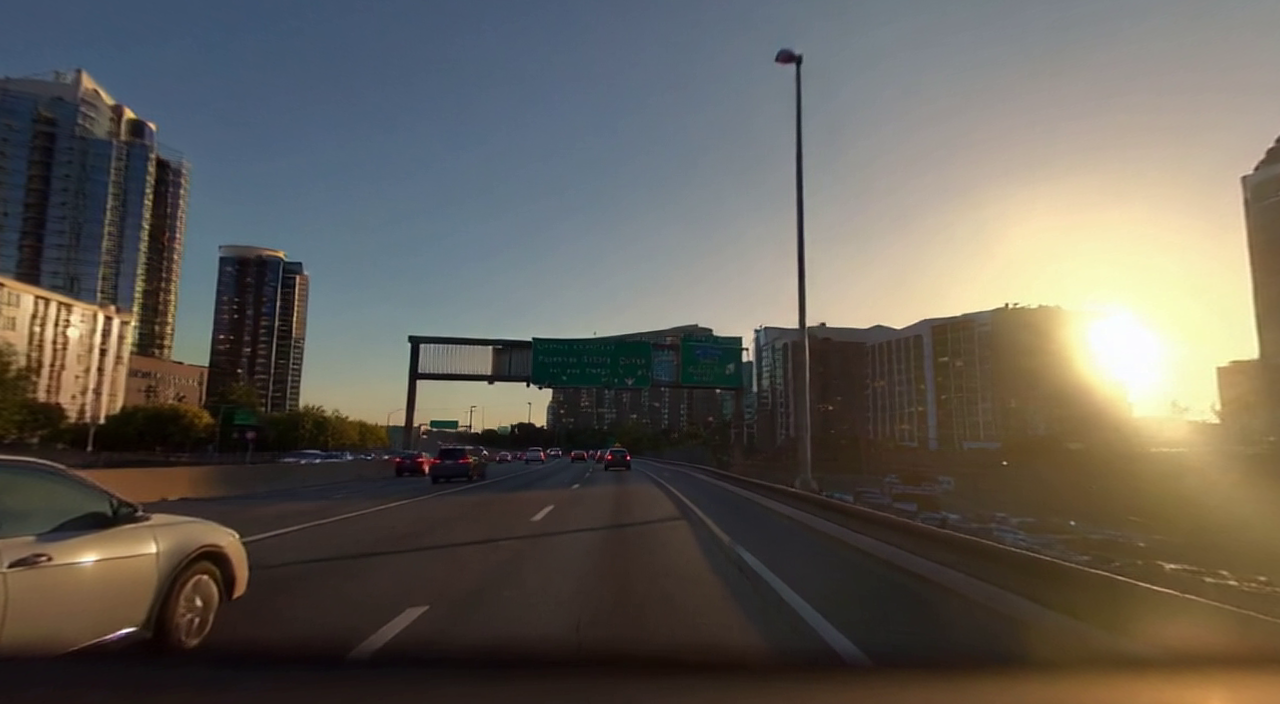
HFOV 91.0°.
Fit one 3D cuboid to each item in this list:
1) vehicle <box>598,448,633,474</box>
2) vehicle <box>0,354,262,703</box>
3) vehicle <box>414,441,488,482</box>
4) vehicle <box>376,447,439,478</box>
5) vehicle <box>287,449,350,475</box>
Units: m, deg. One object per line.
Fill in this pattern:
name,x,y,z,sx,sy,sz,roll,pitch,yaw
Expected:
vehicle,-1.559,6.826,39.808,2.110,1.501,4.319,0,-8,-2
vehicle,-3.686,0.791,2.028,2.036,1.717,4.592,0,-8,0
vehicle,-8.452,4.924,28.608,2.065,1.689,4.399,0,-8,-1
vehicle,-12.336,5.870,33.655,1.936,1.501,3.900,0,-8,-1
vehicle,-21.617,7.358,42.545,1.928,1.610,4.484,0,-8,-2
